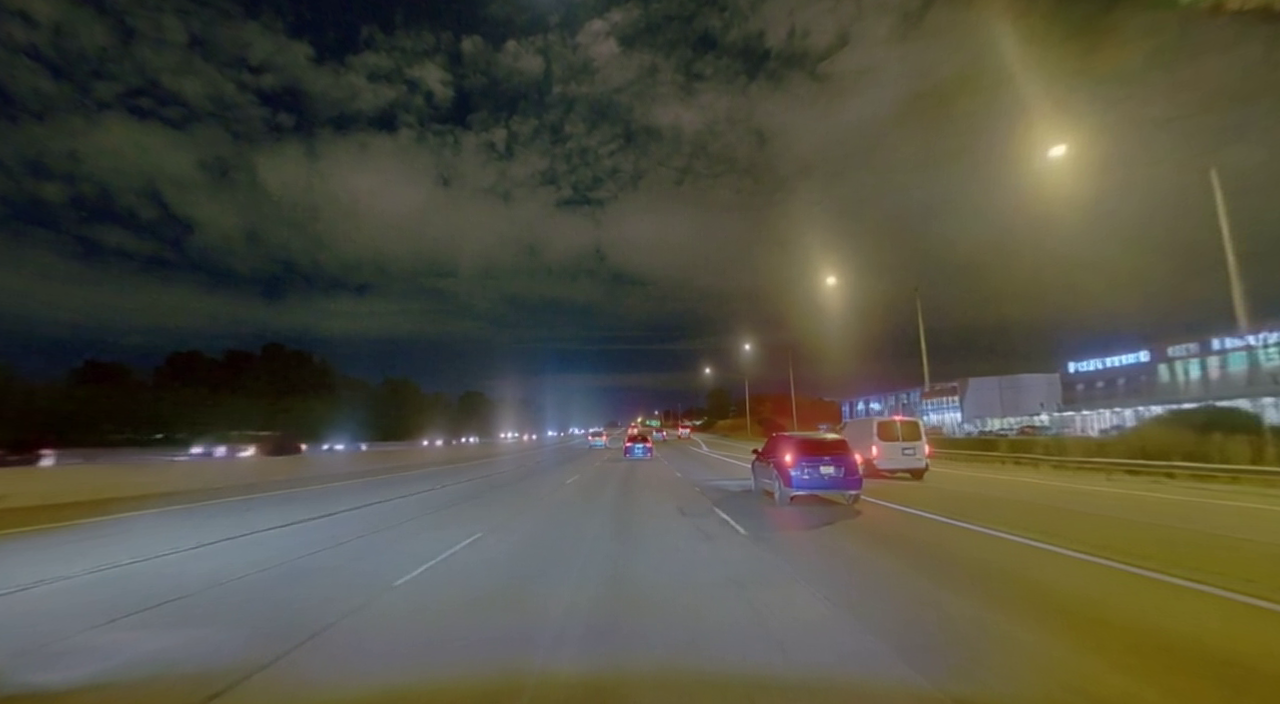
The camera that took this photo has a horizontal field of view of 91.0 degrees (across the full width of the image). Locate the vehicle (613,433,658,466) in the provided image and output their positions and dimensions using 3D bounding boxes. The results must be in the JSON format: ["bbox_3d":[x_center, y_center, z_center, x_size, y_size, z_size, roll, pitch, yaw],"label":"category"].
[{"bbox_3d":[-0.239,4.685,30.301,2.019,1.472,3.971,0,-8,-1],"label":"vehicle"}]

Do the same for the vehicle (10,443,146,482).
[{"bbox_3d":[-23.475,4.584,26.540,1.825,1.491,4.151,0,-8,1],"label":"vehicle"}]

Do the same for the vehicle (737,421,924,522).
[{"bbox_3d":[3.257,2.149,11.882,1.995,1.533,4.463,0,-8,-2],"label":"vehicle"}]

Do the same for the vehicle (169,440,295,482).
[{"bbox_3d":[-16.292,4.350,25.492,1.949,1.499,4.633,0,-8,0],"label":"vehicle"}]
